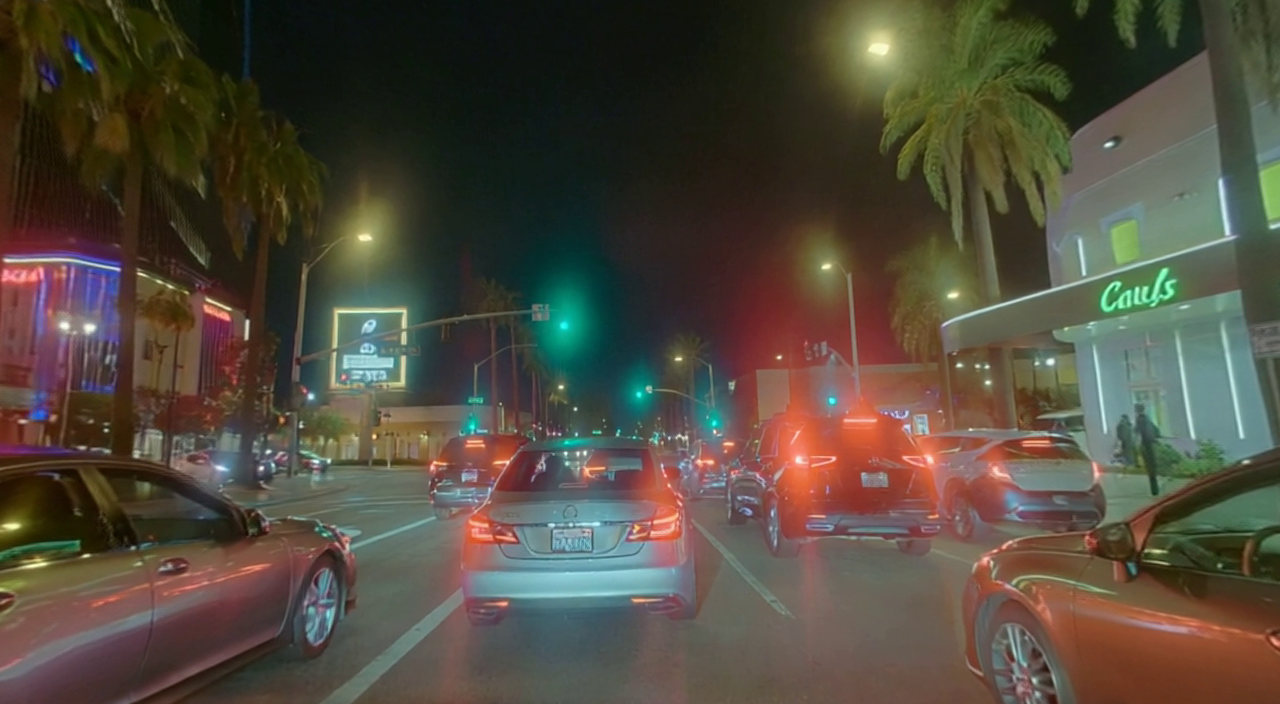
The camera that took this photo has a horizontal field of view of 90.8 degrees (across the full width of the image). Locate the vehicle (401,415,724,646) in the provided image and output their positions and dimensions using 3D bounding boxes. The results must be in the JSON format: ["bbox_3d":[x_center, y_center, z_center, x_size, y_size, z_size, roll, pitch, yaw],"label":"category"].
[{"bbox_3d":[-0.519,1.472,6.235,2.096,1.492,4.071,0,-9,0],"label":"vehicle"}]

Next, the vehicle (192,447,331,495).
[{"bbox_3d":[-12.861,4.025,21.889,1.856,1.455,4.700,0,-9,0],"label":"vehicle"}]

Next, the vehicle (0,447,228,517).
[{"bbox_3d":[-12.857,3.142,15.928,1.870,1.475,4.531,0,-9,0],"label":"vehicle"}]

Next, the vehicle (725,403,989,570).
[{"bbox_3d":[2.639,1.775,9.078,2.096,1.775,4.440,0,-9,-1],"label":"vehicle"}]

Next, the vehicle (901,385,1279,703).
[{"bbox_3d":[2.620,0.812,1.481,2.085,1.469,4.458,0,-9,0],"label":"vehicle"}]
